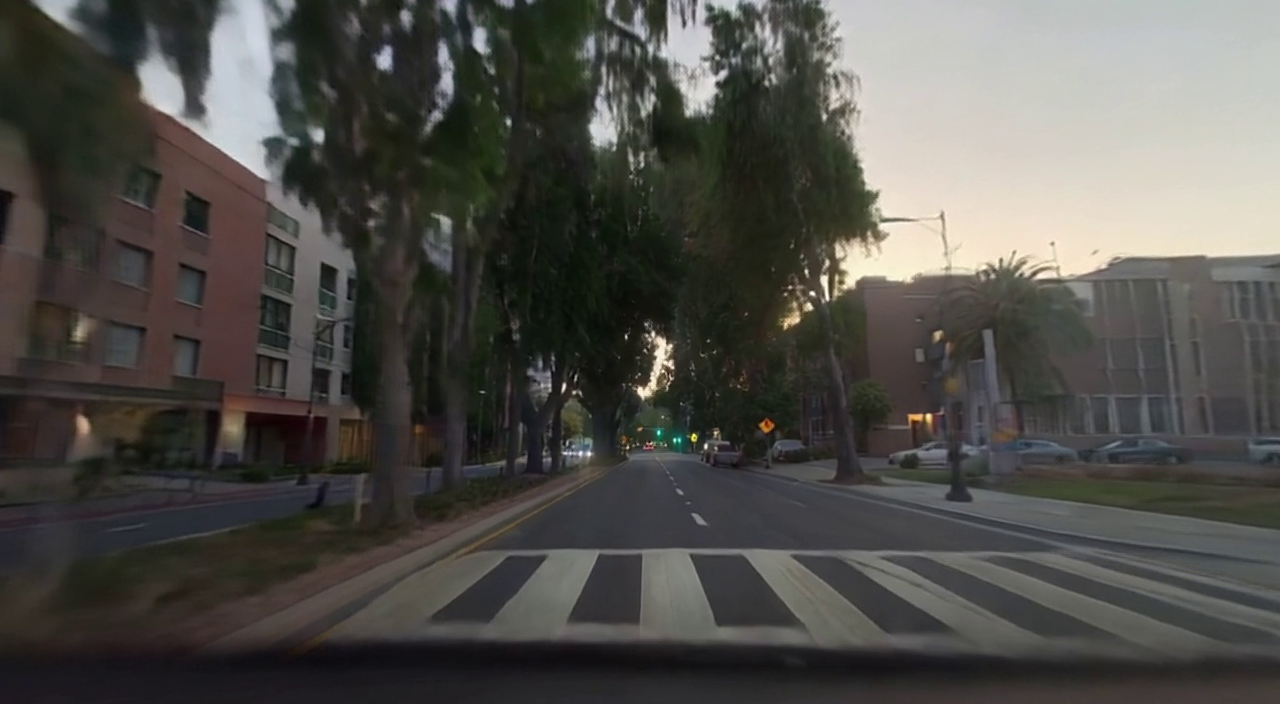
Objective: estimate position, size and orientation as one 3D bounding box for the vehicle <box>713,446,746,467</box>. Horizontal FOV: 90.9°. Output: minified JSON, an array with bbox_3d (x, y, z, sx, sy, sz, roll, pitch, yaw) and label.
[{"bbox_3d":[6.915,8.098,49.135,1.948,1.511,4.623,0,-9,1],"label":"vehicle"}]

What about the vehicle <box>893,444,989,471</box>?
[{"bbox_3d":[16.323,5.716,34.304,4.276,1.397,1.786,0,-9,1],"label":"vehicle"}]

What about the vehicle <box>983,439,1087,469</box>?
[{"bbox_3d":[21.244,5.462,33.998,4.333,1.491,1.744,-1,-8,1],"label":"vehicle"}]

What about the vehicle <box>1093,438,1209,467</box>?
[{"bbox_3d":[27.415,5.392,33.889,4.560,1.444,1.929,-1,-8,-1],"label":"vehicle"}]
